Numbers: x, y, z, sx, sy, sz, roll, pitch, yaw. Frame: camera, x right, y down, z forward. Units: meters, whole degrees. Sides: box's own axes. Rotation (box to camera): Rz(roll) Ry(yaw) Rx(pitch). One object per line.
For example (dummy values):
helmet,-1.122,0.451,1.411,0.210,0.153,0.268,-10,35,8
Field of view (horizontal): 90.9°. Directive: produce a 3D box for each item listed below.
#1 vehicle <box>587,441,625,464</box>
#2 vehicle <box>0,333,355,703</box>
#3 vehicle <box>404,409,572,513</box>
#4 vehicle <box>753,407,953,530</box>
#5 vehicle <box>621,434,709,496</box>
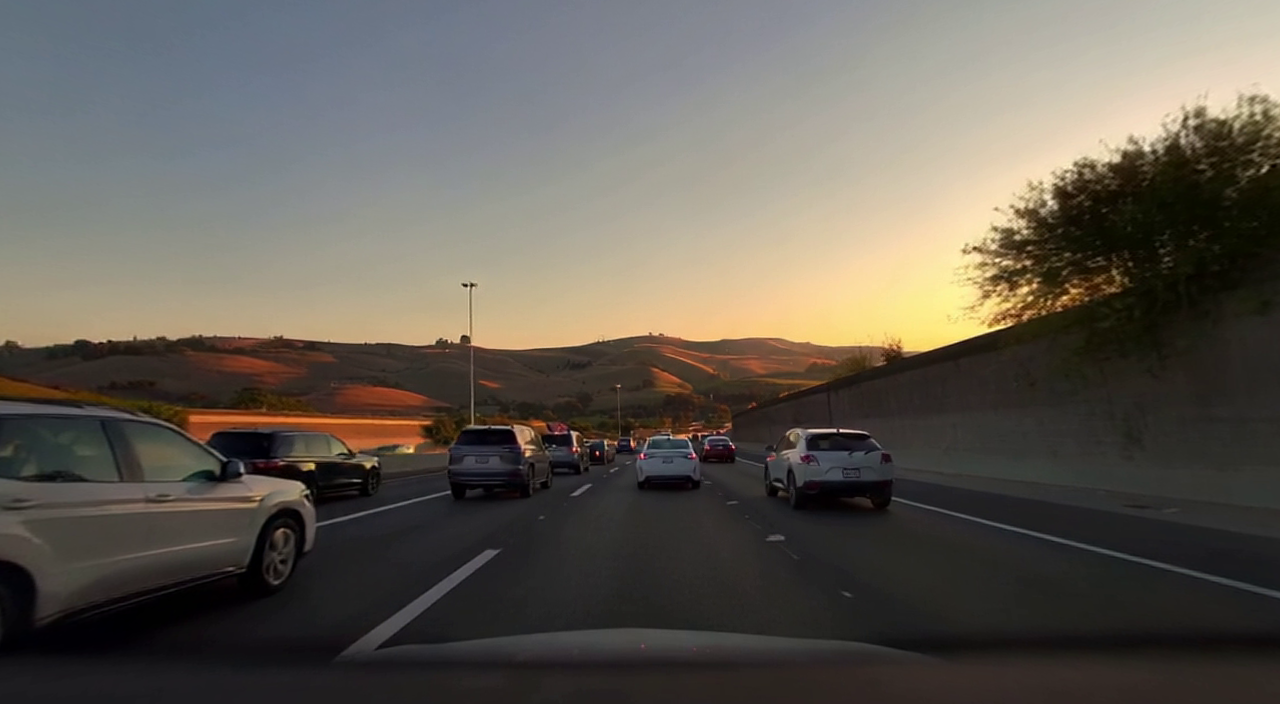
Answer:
vehicle,-2.123,6.327,39.997,1.973,1.378,3.677,-1,-8,3
vehicle,-3.579,0.890,3.123,2.179,1.723,4.410,0,-8,1
vehicle,-3.125,2.416,14.486,2.301,1.902,5.374,0,-8,3
vehicle,3.493,2.017,11.448,2.046,1.765,4.534,0,-8,0
vehicle,0.658,3.022,17.330,2.105,1.471,4.349,0,-8,1
